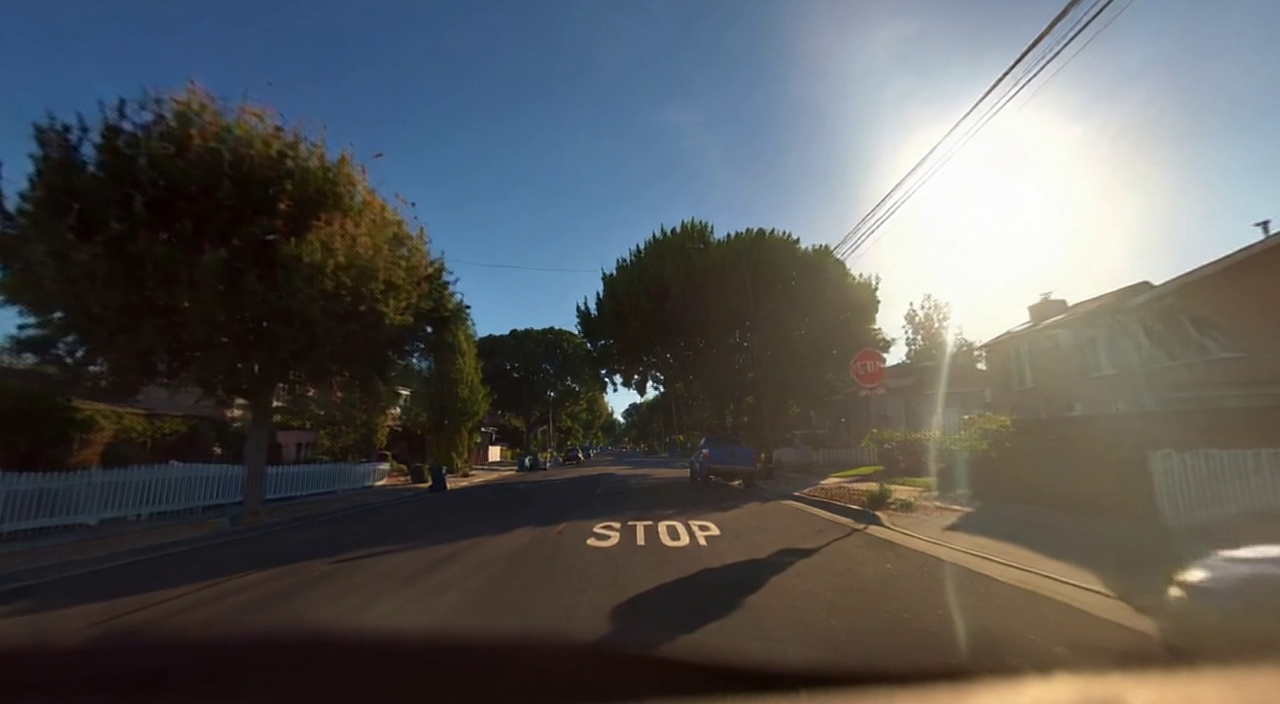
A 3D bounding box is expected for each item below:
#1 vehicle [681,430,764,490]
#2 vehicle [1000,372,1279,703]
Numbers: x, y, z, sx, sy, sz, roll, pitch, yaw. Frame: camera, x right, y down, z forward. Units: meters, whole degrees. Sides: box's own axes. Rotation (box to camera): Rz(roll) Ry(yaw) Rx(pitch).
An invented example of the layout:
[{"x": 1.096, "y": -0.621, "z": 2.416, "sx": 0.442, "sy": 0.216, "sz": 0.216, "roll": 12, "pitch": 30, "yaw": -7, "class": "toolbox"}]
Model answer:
[{"x": 2.693, "y": 3.671, "z": 21.810, "sx": 2.126, "sy": 1.795, "sz": 4.751, "roll": 0, "pitch": -9, "yaw": -1, "class": "vehicle"}, {"x": 3.004, "y": 0.679, "z": 0.916, "sx": 2.185, "sy": 1.513, "sz": 4.524, "roll": 0, "pitch": -9, "yaw": -2, "class": "vehicle"}]
